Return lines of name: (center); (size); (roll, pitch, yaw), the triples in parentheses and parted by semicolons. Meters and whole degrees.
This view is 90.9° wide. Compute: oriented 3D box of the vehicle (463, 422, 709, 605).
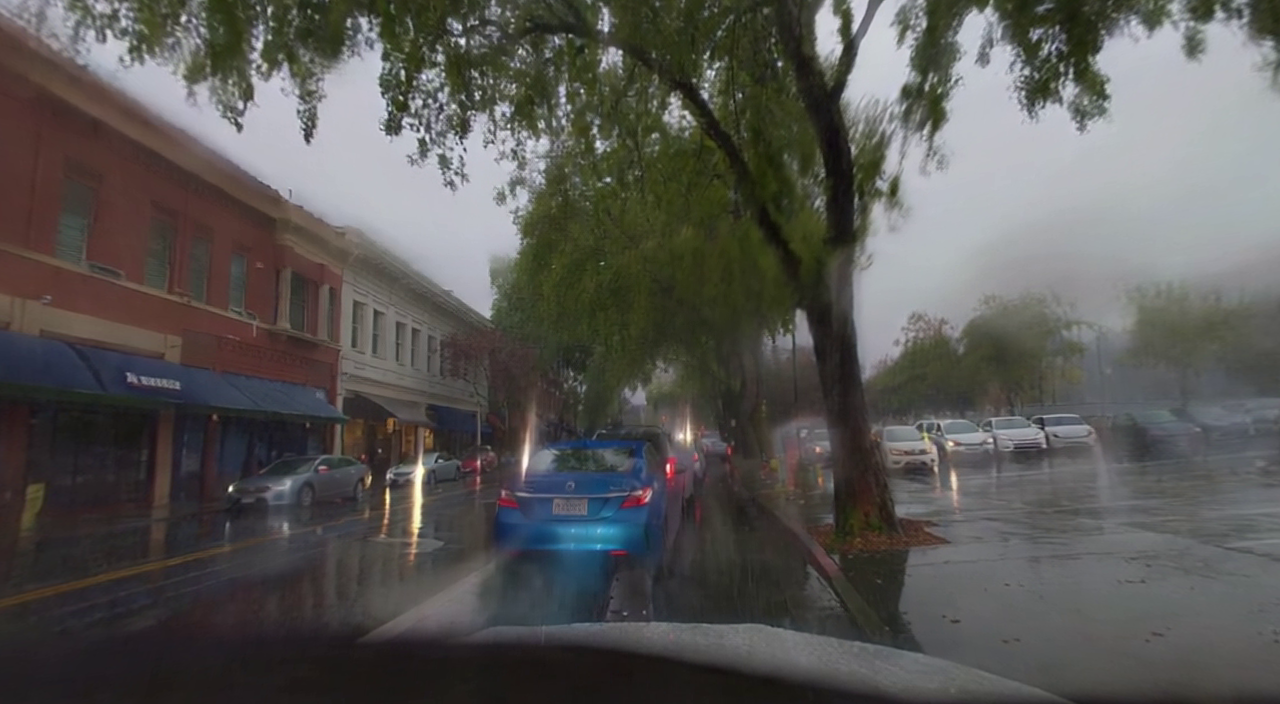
vehicle: (-0.271, 1.634, 7.301); (1.939, 1.478, 3.922); (-1, -8, 9)

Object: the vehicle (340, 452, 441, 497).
vehicle: (-10.259, 5.032, 26.284); (1.826, 1.432, 4.556); (-7, -9, 8)

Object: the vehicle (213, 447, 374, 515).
vehicle: (-11.007, 4.068, 20.593); (2.081, 1.718, 5.342); (-6, -9, 3)

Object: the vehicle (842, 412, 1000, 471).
vehicle: (9.013, 2.828, 20.230); (4.558, 1.528, 1.915); (0, -8, -23)
